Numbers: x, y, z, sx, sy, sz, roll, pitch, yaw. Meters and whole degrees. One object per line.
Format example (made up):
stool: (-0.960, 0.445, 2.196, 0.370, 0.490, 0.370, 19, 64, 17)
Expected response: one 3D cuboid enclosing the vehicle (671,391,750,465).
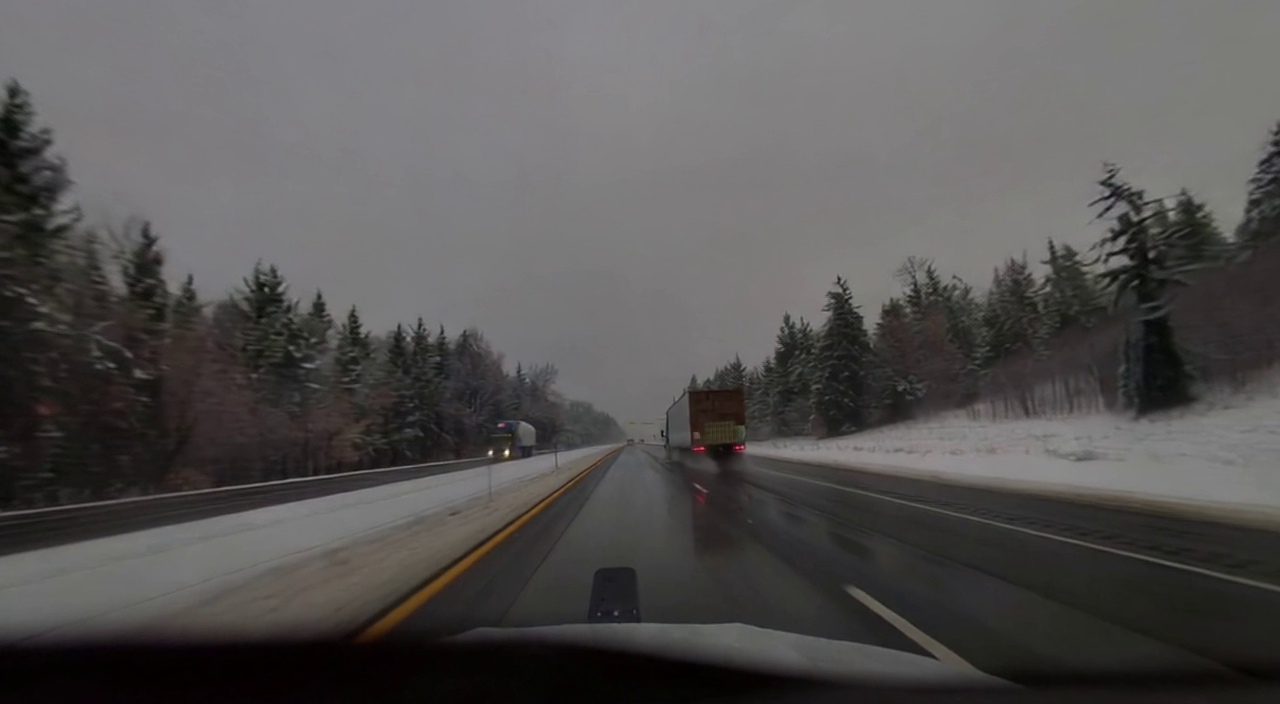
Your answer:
vehicle: (4.311, 5.243, 42.537, 3.223, 4.082, 14.353, 0, -8, -2)
